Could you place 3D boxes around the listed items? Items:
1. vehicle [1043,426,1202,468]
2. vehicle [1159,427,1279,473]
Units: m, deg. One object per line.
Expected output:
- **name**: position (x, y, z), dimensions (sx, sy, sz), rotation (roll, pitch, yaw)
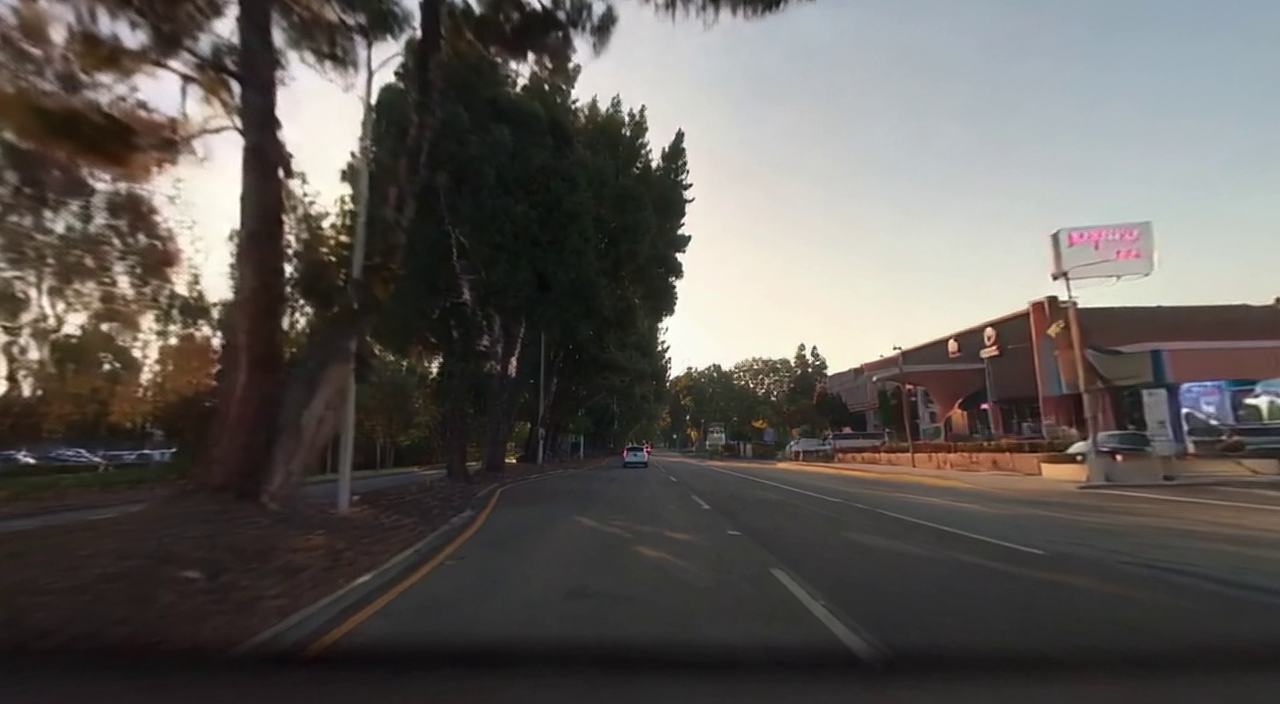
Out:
- **vehicle**: position (19.939, 3.952, 26.282), dimensions (4.758, 1.677, 2.154), rotation (0, -9, 2)
- **vehicle**: position (20.696, 3.298, 21.360), dimensions (4.396, 1.450, 1.956), rotation (-1, -9, 4)
